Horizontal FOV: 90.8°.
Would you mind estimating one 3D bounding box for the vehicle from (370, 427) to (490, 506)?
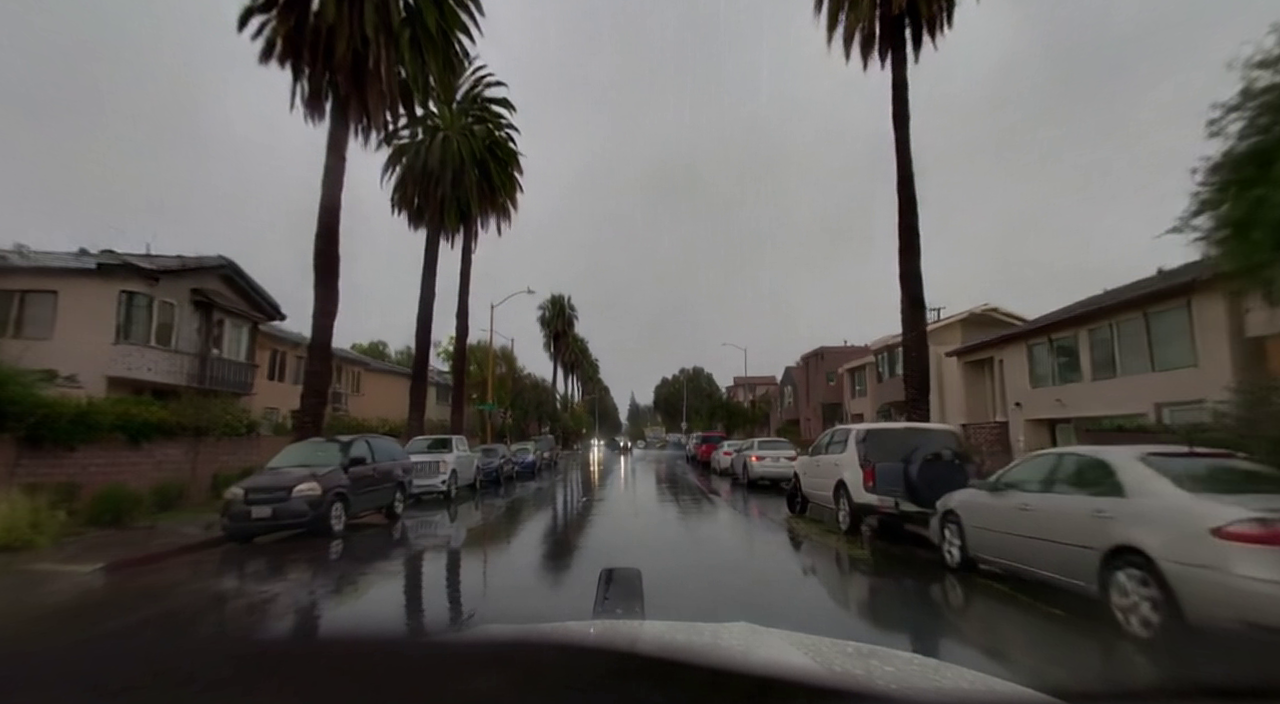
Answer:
[{"bbox_3d":[-5.635,3.118,17.713,1.963,1.859,4.884,0,-8,-4],"label":"vehicle"}]

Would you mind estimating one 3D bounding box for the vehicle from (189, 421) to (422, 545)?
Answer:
[{"bbox_3d":[-5.696,2.248,11.561,1.947,1.803,4.381,0,-8,-2],"label":"vehicle"}]

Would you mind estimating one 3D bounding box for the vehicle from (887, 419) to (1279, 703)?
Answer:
[{"bbox_3d":[4.035,1.393,5.211,1.870,1.506,4.897,0,-8,-2],"label":"vehicle"}]

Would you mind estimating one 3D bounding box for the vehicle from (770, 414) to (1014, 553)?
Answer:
[{"bbox_3d":[3.830,2.083,10.760,2.116,1.817,4.652,0,-8,-1],"label":"vehicle"}]

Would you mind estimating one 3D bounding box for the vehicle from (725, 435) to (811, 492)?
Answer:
[{"bbox_3d":[4.094,3.635,20.969,1.998,1.649,4.175,0,-8,0],"label":"vehicle"}]
